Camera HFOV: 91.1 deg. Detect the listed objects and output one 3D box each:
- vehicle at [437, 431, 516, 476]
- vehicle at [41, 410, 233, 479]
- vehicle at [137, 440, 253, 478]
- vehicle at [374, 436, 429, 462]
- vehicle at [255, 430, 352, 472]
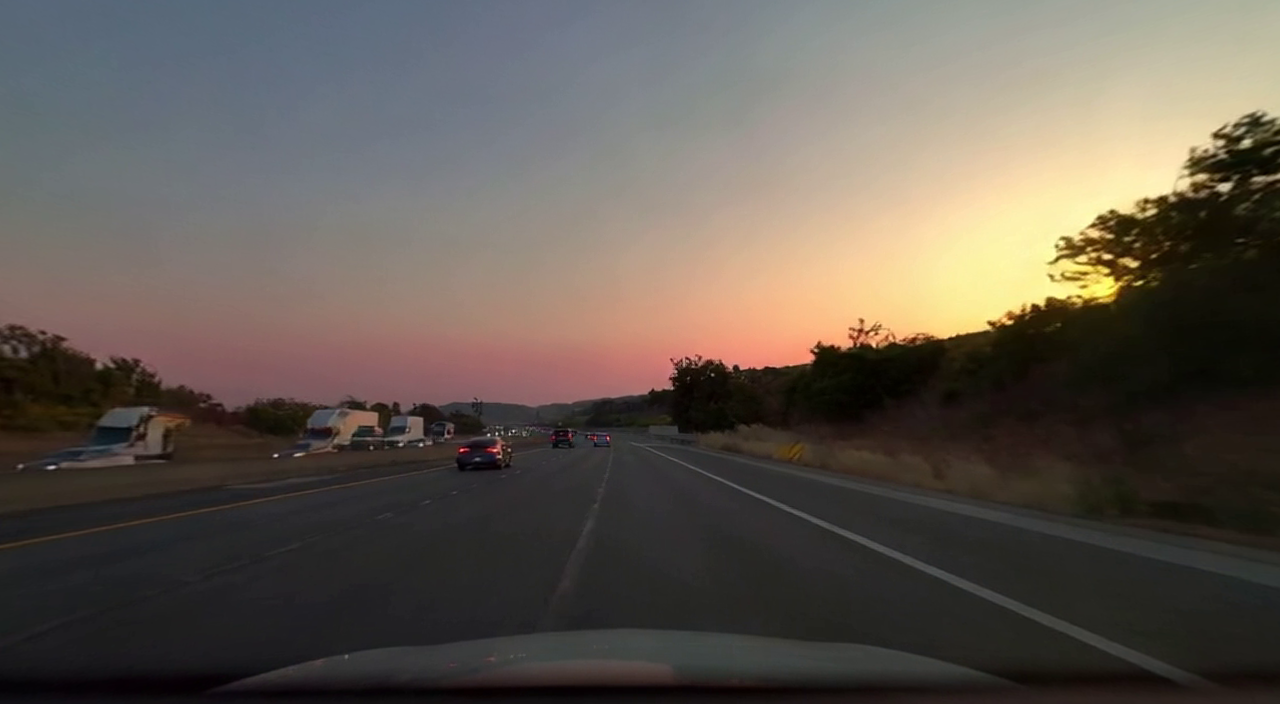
[{"bbox_3d":[-6.182,3.874,24.338,1.953,1.550,4.167,0,-8,0],"label":"vehicle"},{"bbox_3d":[-22.570,4.209,28.901,3.016,2.733,7.070,0,-8,-1],"label":"vehicle"},{"bbox_3d":[-18.795,4.513,26.836,1.858,1.457,4.357,0,-8,-1],"label":"vehicle"},{"bbox_3d":[-14.528,5.904,38.475,1.944,1.476,3.686,0,-8,0],"label":"vehicle"},{"bbox_3d":[-14.487,4.268,27.358,2.048,1.676,3.910,0,-8,-1],"label":"vehicle"}]
